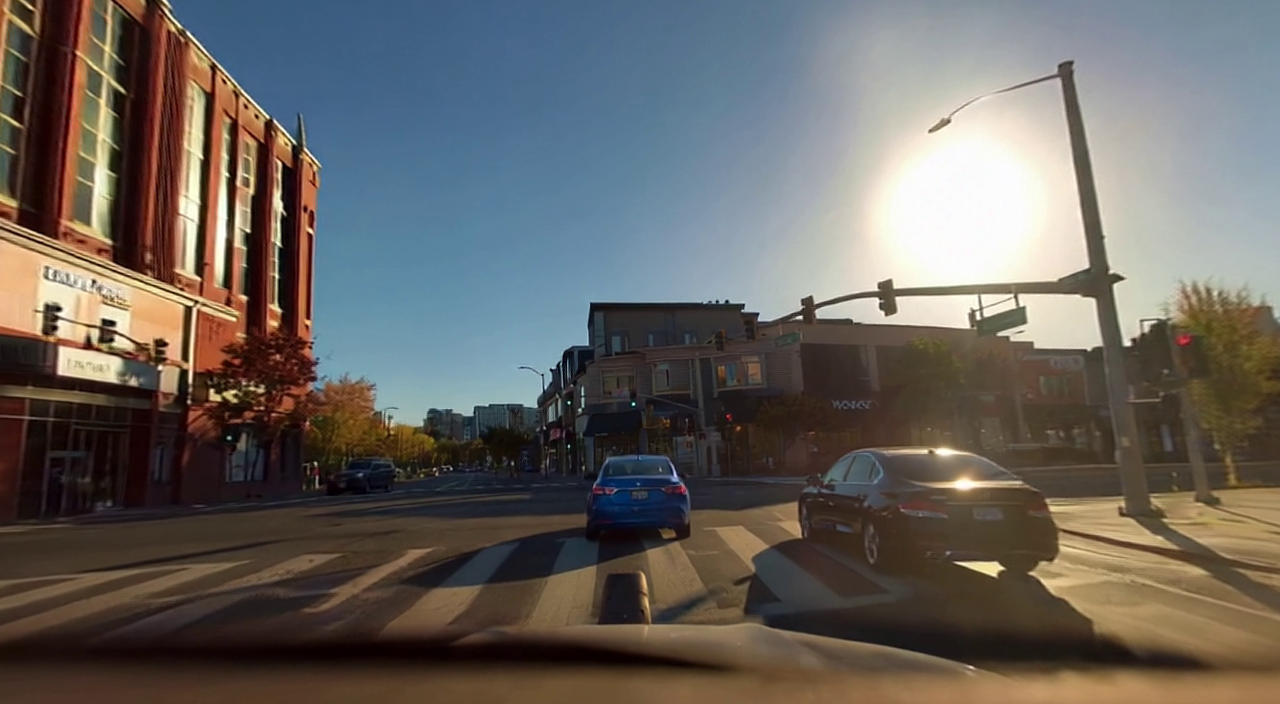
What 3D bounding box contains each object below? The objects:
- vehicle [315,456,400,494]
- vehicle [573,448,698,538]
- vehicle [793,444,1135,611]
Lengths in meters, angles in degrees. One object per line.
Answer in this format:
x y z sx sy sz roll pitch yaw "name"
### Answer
-14.824 6.445 33.461 2.126 1.782 4.880 0 -8 2 "vehicle"
-0.086 2.673 12.634 2.094 1.481 4.078 0 -8 0 "vehicle"
3.329 1.830 7.589 1.860 1.430 4.089 0 -8 -1 "vehicle"
